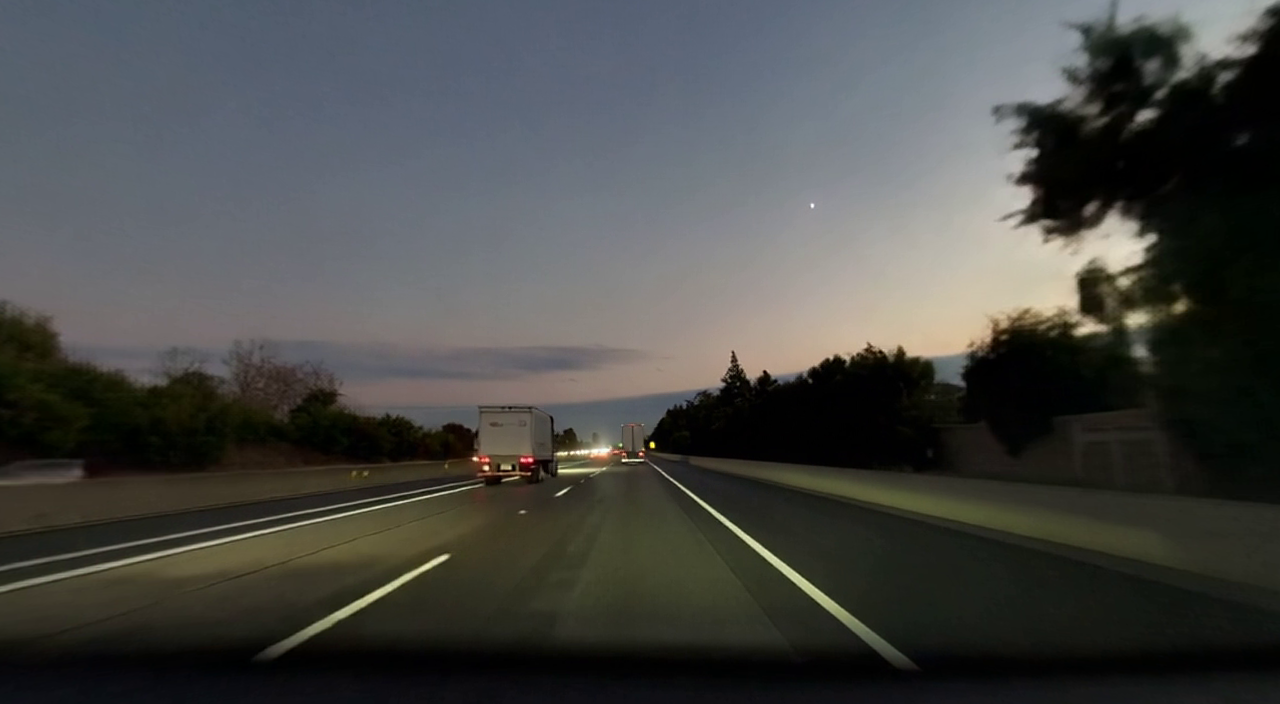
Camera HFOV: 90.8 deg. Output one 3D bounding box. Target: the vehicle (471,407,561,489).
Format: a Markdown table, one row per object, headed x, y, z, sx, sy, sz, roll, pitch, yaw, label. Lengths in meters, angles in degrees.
| x | y | z | sx | sy | sz | roll | pitch | yaw | label |
| --- | --- | --- | --- | --- | --- | --- | --- | --- | --- |
| -4.701 | 3.831 | 25.102 | 2.368 | 2.813 | 6.329 | 0 | -9 | -1 | vehicle |
